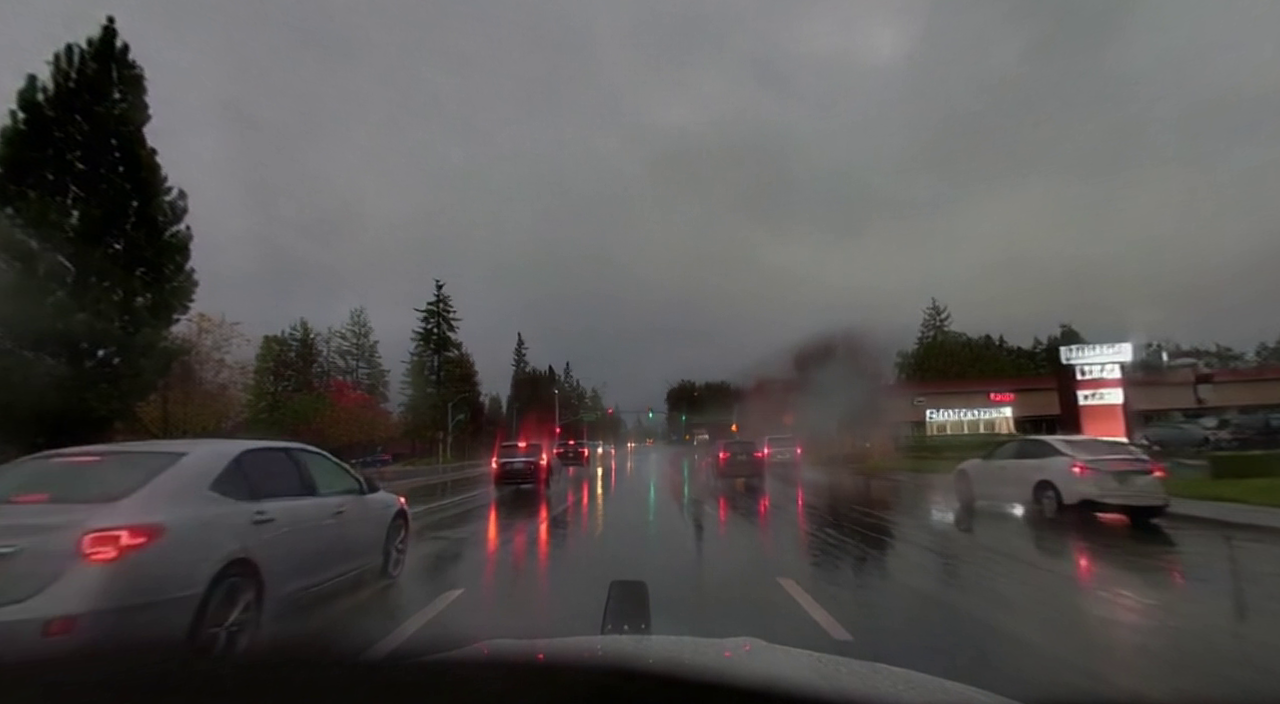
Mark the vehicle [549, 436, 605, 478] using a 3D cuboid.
[{"bbox_3d":[-2.971,5.076,30.703,2.187,1.825,4.621,0,-8,1],"label":"vehicle"}]

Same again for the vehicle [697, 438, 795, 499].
[{"bbox_3d":[2.855,3.240,18.001,2.004,1.512,4.206,0,-8,-1],"label":"vehicle"}]

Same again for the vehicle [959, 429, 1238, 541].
[{"bbox_3d":[7.736,2.251,11.452,2.070,1.547,4.941,-2,-9,10],"label":"vehicle"}]

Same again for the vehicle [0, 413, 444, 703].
[{"bbox_3d":[-3.183,1.308,4.737,1.952,1.457,4.372,0,-8,1],"label":"vehicle"}]

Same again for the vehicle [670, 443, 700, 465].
[{"bbox_3d":[3.439,7.990,49.337,2.030,1.628,4.080,0,-8,0],"label":"vehicle"}]

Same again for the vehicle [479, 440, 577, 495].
[{"bbox_3d":[-3.305,3.528,19.648,2.087,1.494,4.626,-1,-8,2],"label":"vehicle"}]
